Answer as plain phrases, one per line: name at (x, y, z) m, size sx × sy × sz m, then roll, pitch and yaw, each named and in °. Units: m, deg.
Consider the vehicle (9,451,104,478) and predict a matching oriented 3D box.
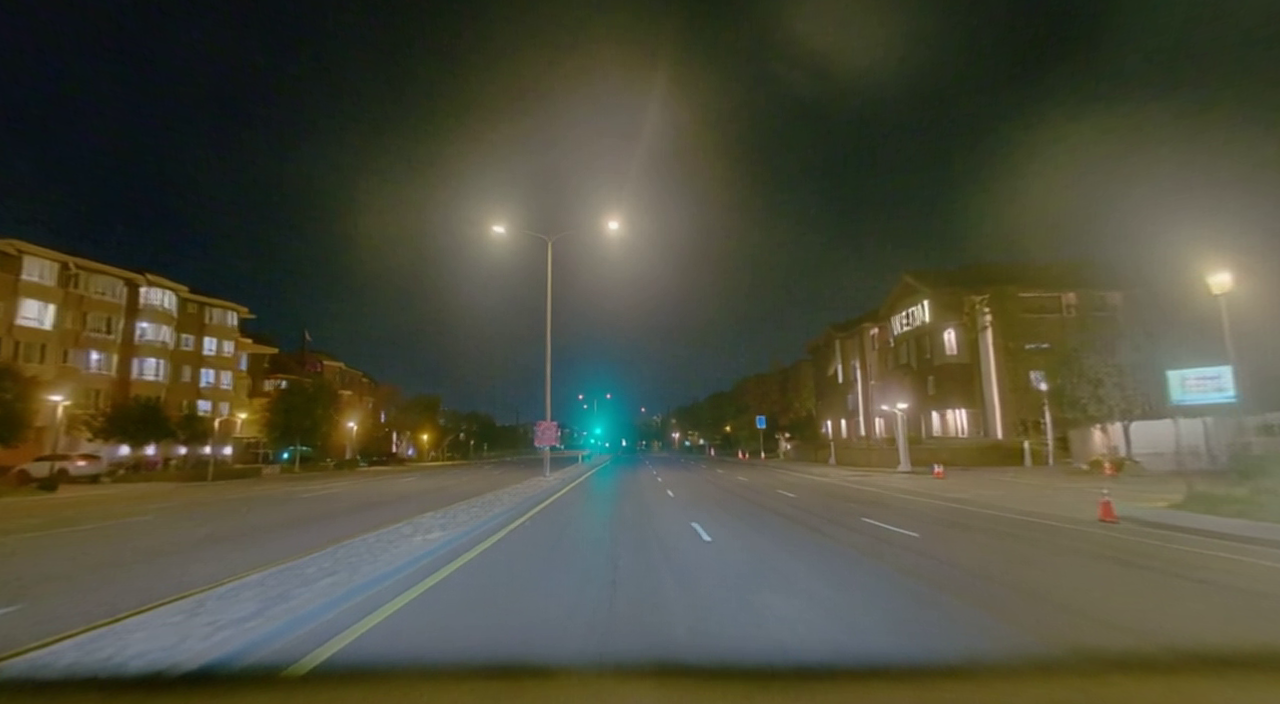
vehicle at (-32.831, 6.342, 35.589) m, size 3.732 × 1.453 × 1.721 m, roll -1°, pitch -9°, yaw 5°
